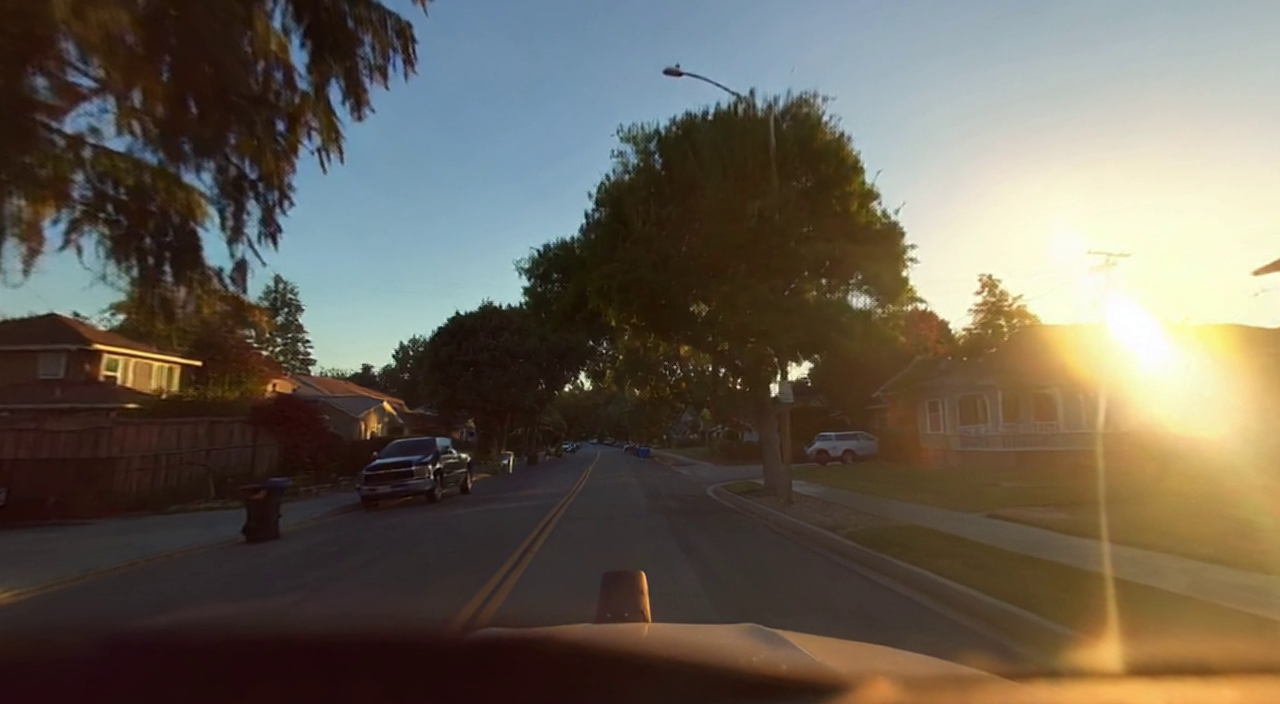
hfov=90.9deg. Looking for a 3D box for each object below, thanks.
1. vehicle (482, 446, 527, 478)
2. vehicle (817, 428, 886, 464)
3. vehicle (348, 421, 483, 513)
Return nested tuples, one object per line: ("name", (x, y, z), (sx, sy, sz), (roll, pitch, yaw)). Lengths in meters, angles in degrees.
("vehicle", (-8.041, 6.539, 37.761), (1.945, 1.530, 4.430), (-4, -7, -4))
("vehicle", (11.449, 5.098, 34.527), (1.936, 1.687, 4.714), (-4, -7, -2))
("vehicle", (-6.973, 3.510, 20.432), (2.223, 2.115, 5.707), (5, -4, -1))
